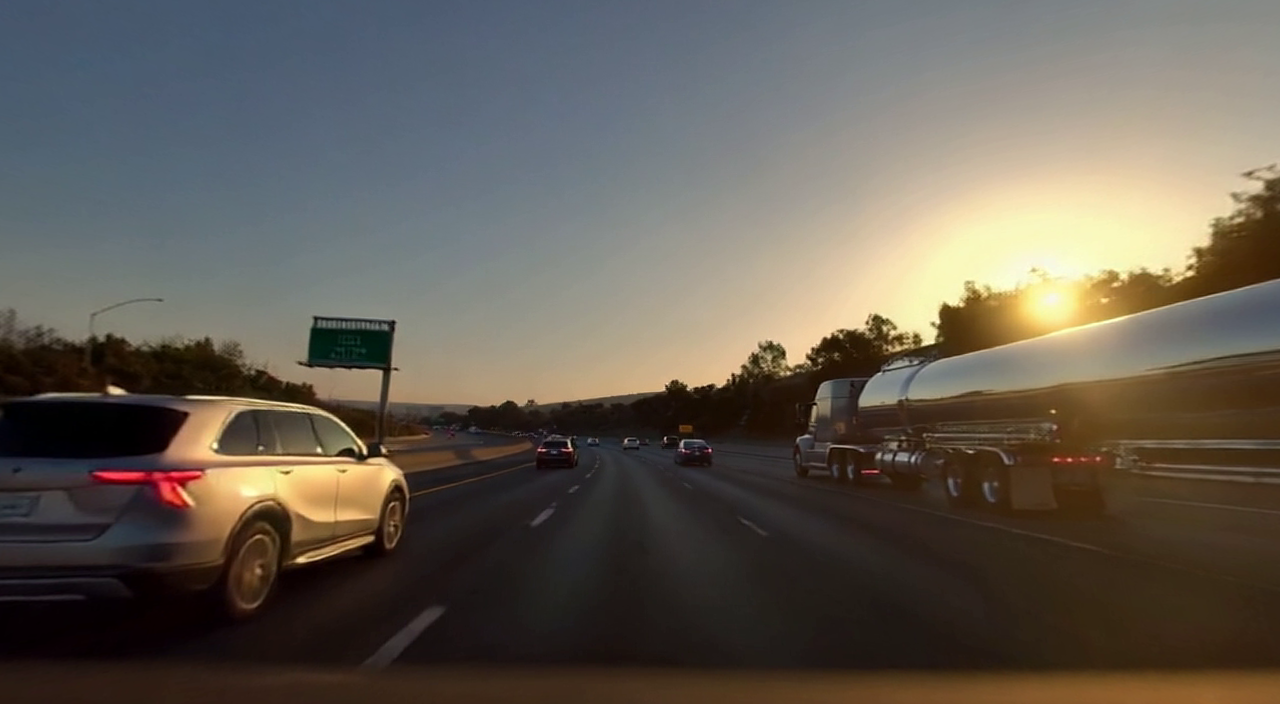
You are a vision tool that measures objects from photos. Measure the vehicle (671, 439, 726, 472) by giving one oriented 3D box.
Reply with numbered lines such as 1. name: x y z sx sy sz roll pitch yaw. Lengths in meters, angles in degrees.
1. vehicle: 2.791 5.094 31.211 2.053 1.510 4.400 0 -8 -4

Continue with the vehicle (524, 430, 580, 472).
1. vehicle: -4.162 4.773 30.517 2.149 1.843 4.348 0 -8 -1

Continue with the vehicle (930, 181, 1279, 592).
1. vehicle: 7.427 0.531 7.063 3.554 3.573 10.307 0 -8 1

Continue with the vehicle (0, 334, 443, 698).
1. vehicle: -4.207 1.242 6.150 2.684 1.839 5.803 0 -8 0
